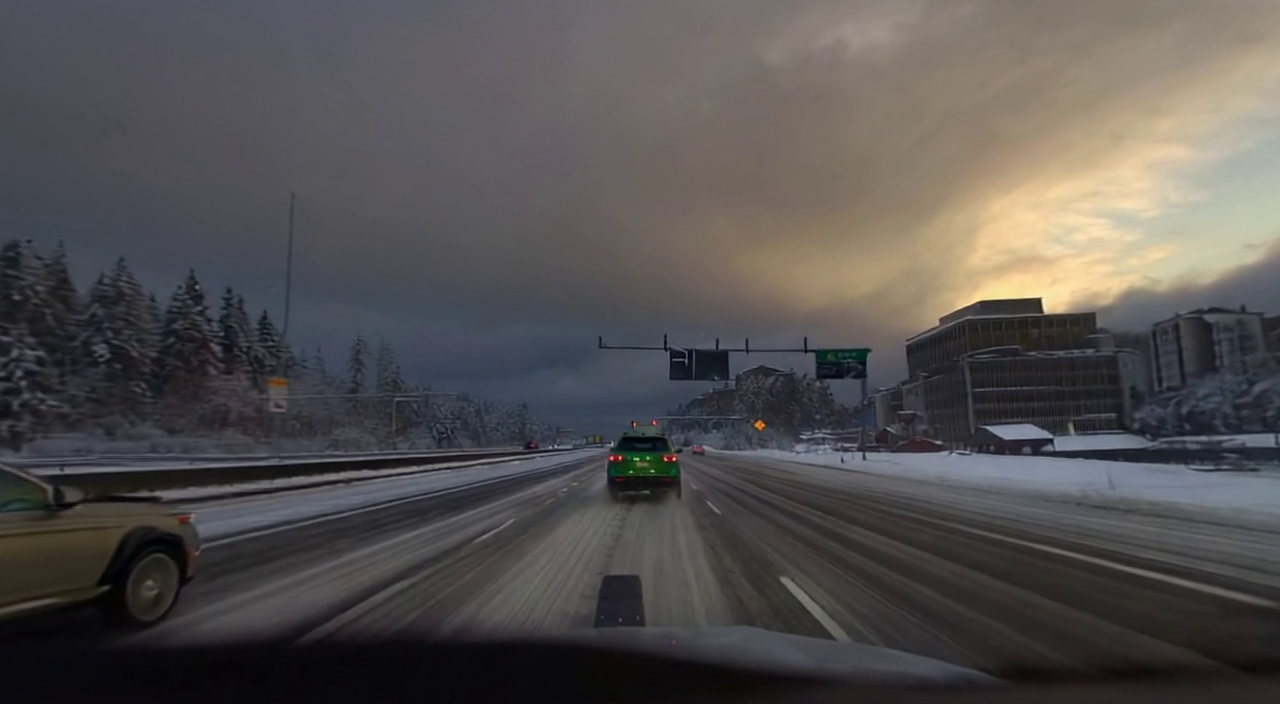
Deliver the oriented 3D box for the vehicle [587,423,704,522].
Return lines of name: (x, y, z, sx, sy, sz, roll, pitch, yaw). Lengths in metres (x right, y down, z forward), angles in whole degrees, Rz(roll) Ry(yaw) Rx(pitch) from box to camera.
vehicle: (0.149, 2.511, 13.609, 2.111, 1.742, 4.315, 0, -9, 1)

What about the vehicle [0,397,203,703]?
vehicle: (-4.006, 0.837, 2.088, 1.969, 1.520, 4.190, 0, -9, 2)
